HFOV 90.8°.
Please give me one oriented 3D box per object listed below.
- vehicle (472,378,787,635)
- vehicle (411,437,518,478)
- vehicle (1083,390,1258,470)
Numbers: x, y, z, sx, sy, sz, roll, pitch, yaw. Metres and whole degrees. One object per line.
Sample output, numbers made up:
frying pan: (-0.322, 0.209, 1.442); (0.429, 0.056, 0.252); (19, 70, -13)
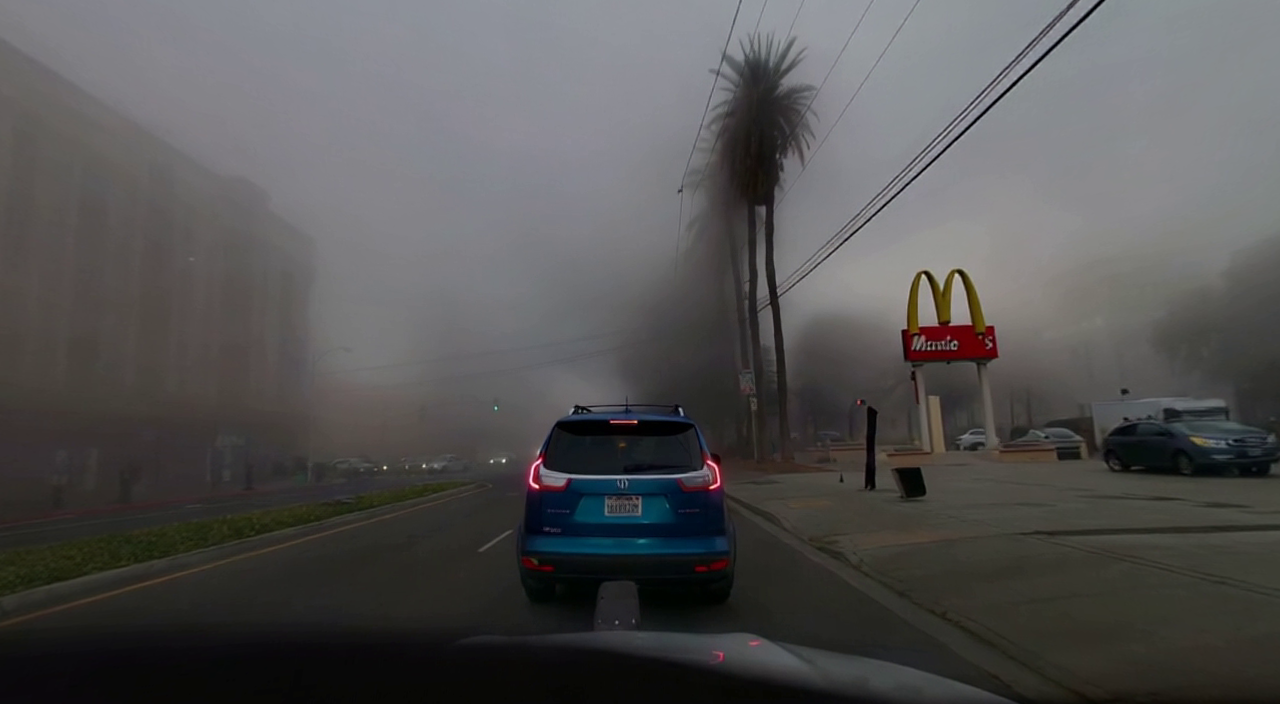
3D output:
vehicle: (-0.123, 1.383, 6.518); (2.234, 1.818, 3.869); (0, -9, -2)
vehicle: (-9.521, 5.801, 35.031); (2.448, 2.043, 5.988); (-4, -10, 23)
vehicle: (16.098, 2.405, 19.051); (6.060, 2.047, 2.490); (6, -11, -36)
